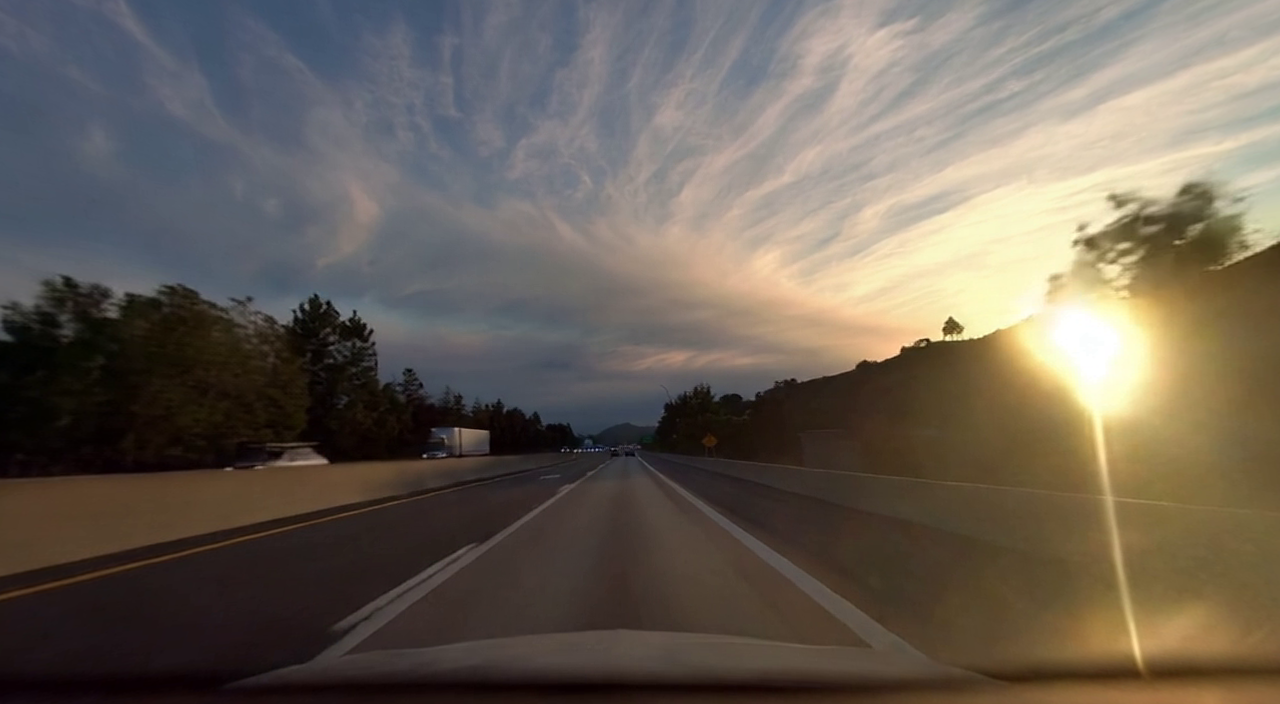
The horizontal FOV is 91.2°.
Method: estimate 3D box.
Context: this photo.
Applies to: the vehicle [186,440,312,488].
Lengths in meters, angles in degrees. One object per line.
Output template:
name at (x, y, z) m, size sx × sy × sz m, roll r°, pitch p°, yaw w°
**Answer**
vehicle at (-18.077, 5.203, 29.424) m, size 2.285 × 2.022 × 5.428 m, roll 0°, pitch -9°, yaw 1°
